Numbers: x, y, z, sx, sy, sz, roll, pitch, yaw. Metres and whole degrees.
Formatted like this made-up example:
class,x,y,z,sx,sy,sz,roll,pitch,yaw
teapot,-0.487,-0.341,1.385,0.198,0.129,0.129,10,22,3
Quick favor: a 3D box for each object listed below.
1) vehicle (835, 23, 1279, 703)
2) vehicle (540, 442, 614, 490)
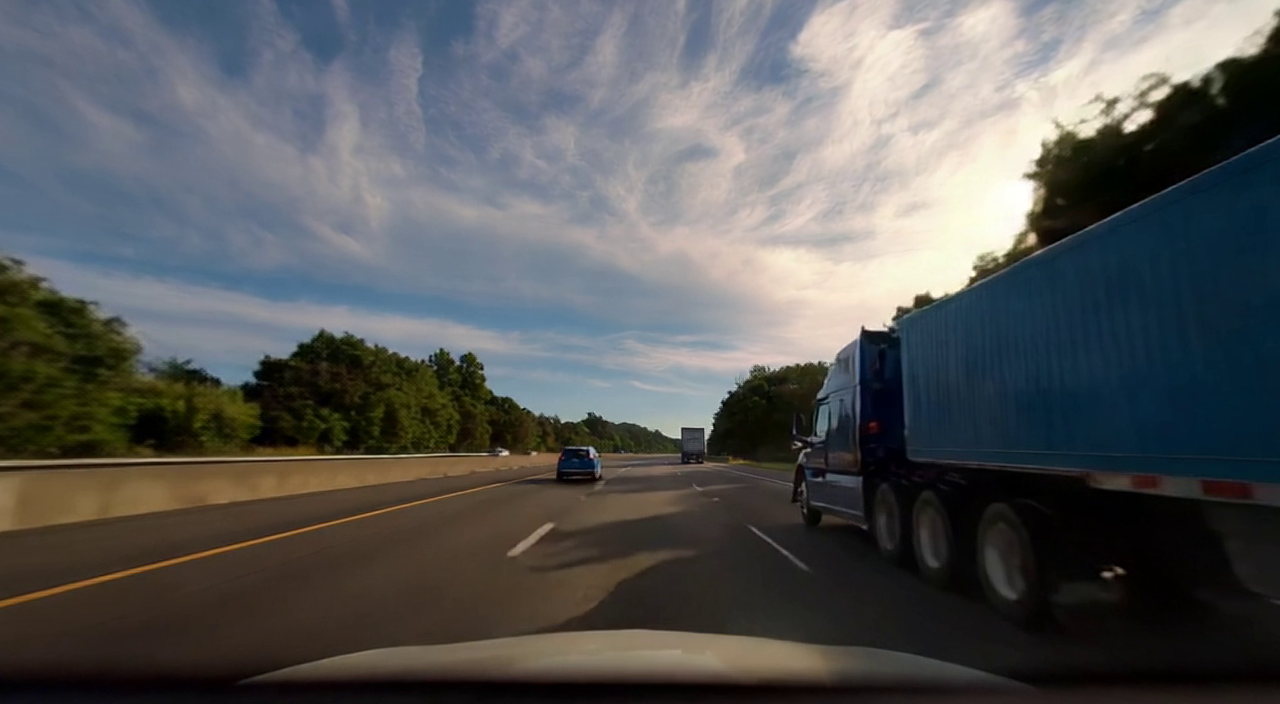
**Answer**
class,x,y,z,sx,sy,sz,roll,pitch,yaw
vehicle,4.311,0.113,1.911,2.868,3.427,14.032,0,-9,-1
vehicle,-2.311,4.351,24.381,2.297,1.683,4.385,0,-9,2
